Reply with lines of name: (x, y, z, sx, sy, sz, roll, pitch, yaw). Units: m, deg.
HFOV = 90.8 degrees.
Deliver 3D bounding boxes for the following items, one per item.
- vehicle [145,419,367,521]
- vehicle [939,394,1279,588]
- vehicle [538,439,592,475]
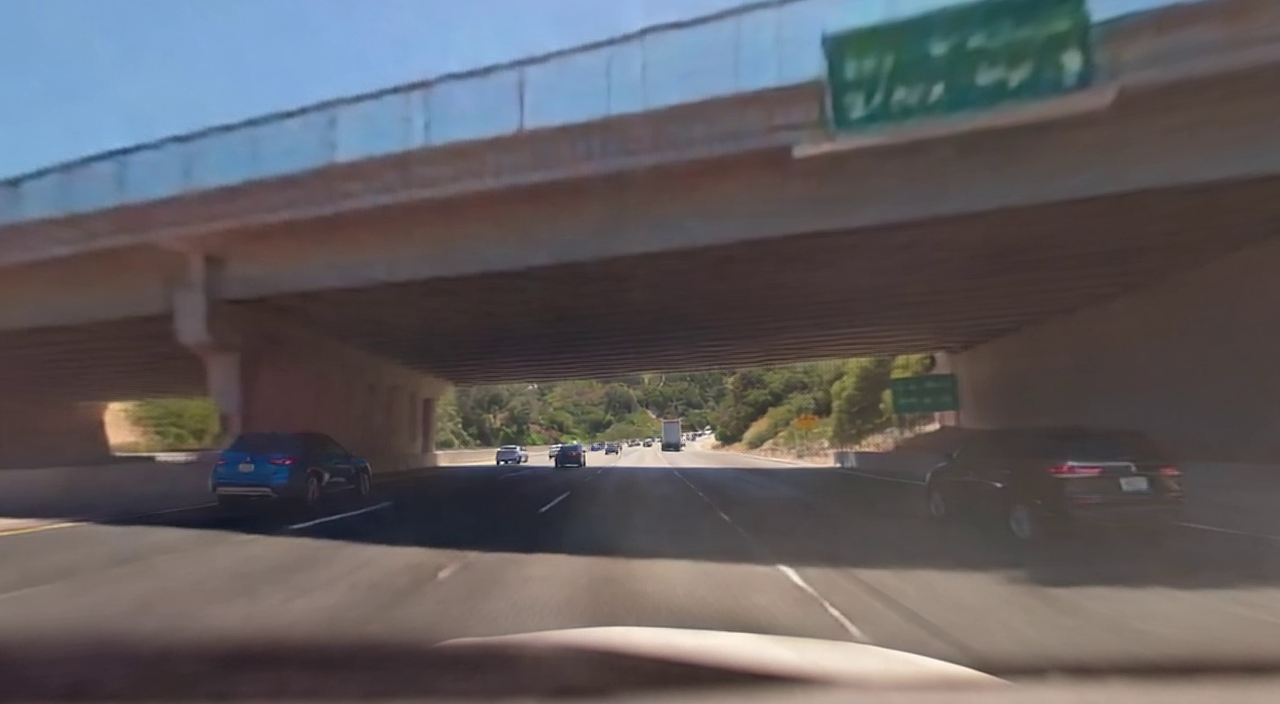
vehicle: (-7.415, 2.319, 12.838, 1.860, 1.694, 4.173, 0, -9, 0)
vehicle: (5.871, 1.588, 7.982, 1.950, 1.719, 4.545, 0, -9, 0)
vehicle: (-3.384, 4.820, 29.266, 1.925, 1.509, 4.363, 0, -9, 1)
